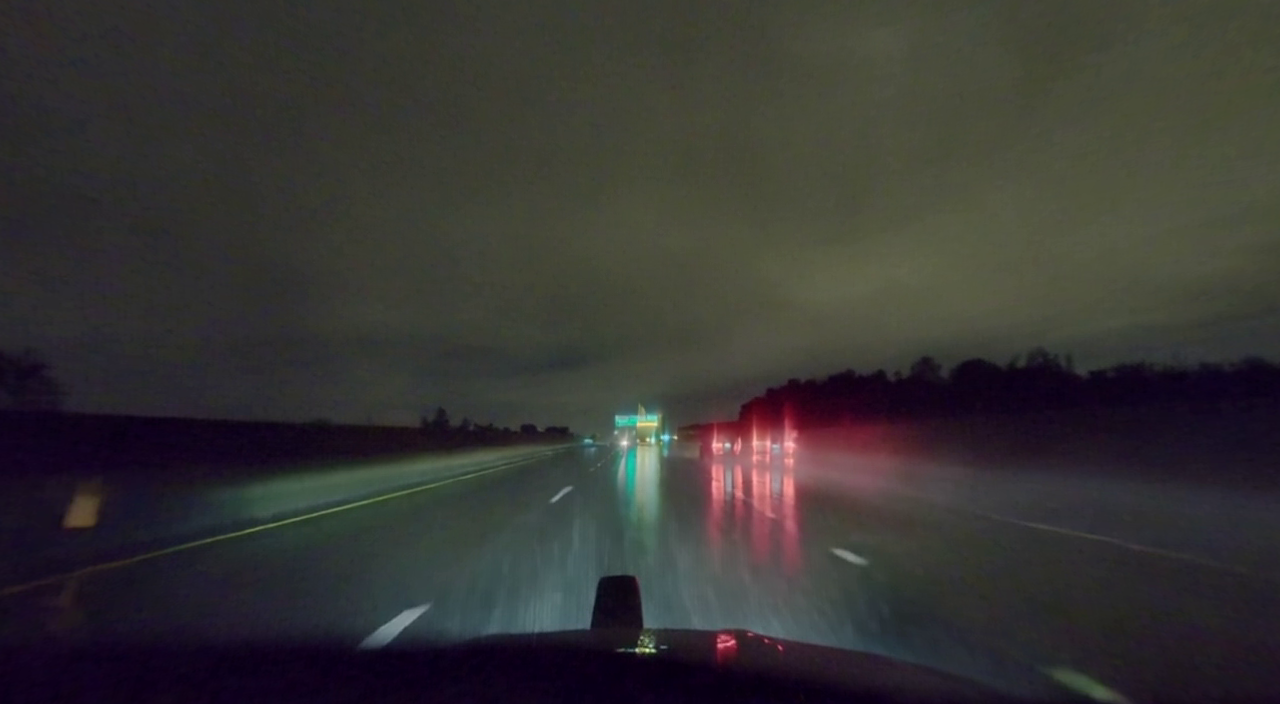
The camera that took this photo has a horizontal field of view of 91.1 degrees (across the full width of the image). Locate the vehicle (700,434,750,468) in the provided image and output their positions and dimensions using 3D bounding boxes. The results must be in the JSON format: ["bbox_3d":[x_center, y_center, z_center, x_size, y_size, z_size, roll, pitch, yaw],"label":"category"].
[{"bbox_3d":[4.025,4.711,30.258,1.802,1.492,3.804,0,-8,-1],"label":"vehicle"}]
